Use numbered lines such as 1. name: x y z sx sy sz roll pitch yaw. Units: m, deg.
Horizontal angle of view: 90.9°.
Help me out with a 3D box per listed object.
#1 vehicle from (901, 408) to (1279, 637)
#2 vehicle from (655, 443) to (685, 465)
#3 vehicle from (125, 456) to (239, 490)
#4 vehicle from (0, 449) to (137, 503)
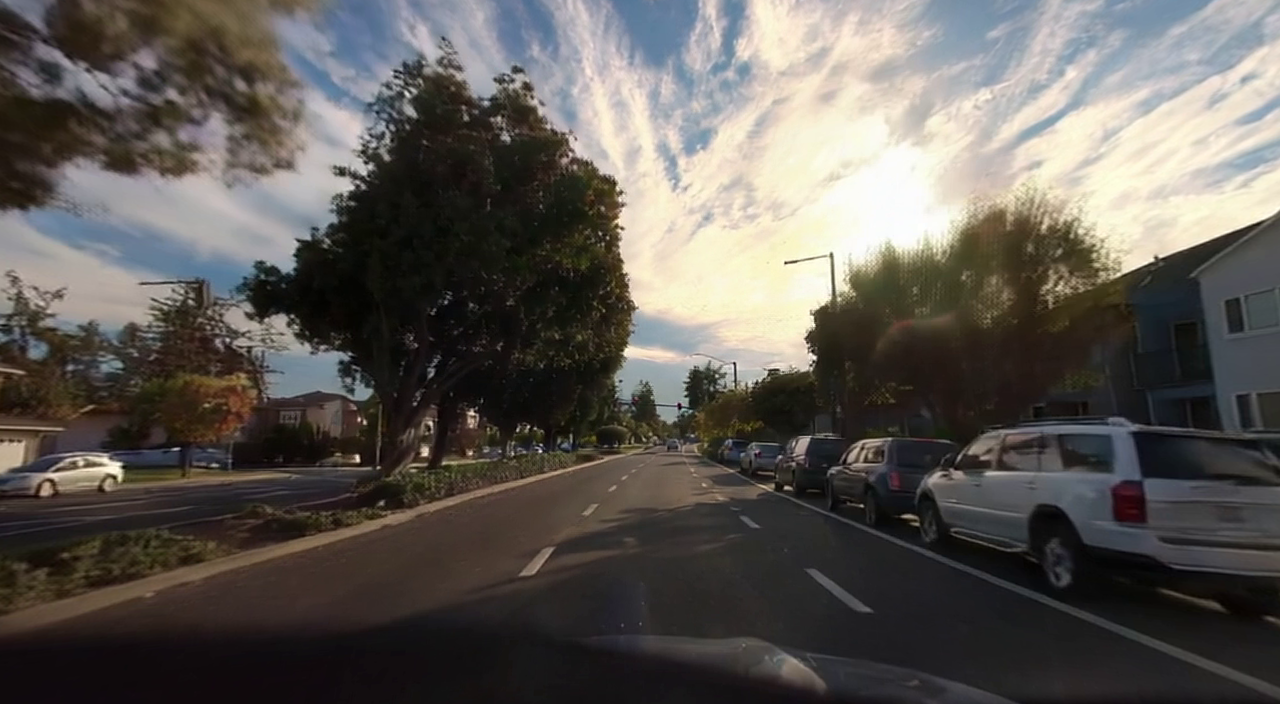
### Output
1. vehicle: 4.595 1.532 6.647 2.011 1.649 4.001 0 -8 1
2. vehicle: 2.114 7.068 43.881 2.011 1.480 4.170 -1 -8 3
3. vehicle: -22.498 5.914 31.260 1.909 1.451 4.757 -1 -8 3
4. vehicle: -23.064 4.784 24.884 2.060 1.814 5.097 0 -8 2
